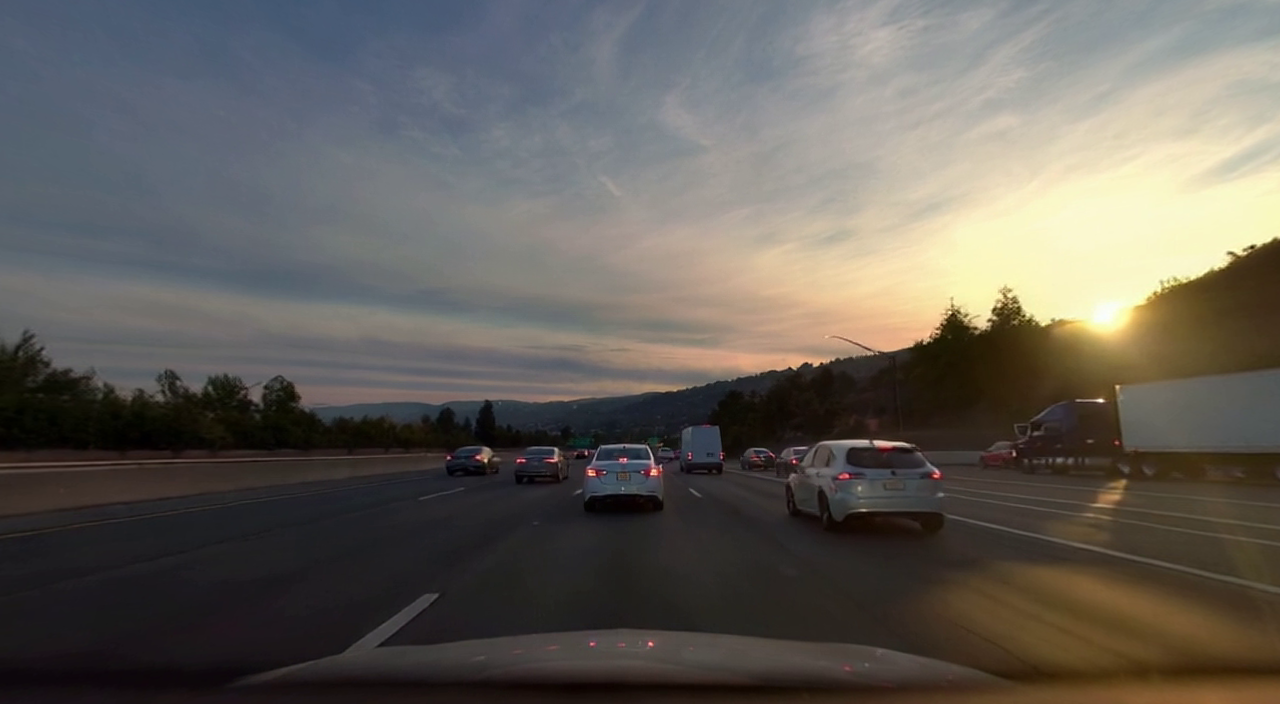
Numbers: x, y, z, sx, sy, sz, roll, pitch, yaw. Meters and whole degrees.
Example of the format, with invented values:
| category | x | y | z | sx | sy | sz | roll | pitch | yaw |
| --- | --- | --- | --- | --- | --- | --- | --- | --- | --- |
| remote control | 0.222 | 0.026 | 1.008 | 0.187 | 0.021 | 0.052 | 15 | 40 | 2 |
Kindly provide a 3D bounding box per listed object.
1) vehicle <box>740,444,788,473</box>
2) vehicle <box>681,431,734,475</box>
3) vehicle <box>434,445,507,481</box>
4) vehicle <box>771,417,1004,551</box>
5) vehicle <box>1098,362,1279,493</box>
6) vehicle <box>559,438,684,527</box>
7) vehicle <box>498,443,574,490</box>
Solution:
| category | x | y | z | sx | sy | sz | roll | pitch | yaw |
| --- | --- | --- | --- | --- | --- | --- | --- | --- | --- |
| vehicle | 7.545 | 6.480 | 38.658 | 2.055 | 1.650 | 4.241 | 0 | -9 | -1 |
| vehicle | 3.765 | 5.798 | 36.306 | 2.440 | 2.313 | 5.266 | 0 | -9 | 0 |
| vehicle | -7.837 | 5.171 | 29.635 | 2.032 | 1.549 | 4.850 | 0 | -9 | 1 |
| vehicle | 3.564 | 1.991 | 10.082 | 2.053 | 1.666 | 4.106 | 0 | -9 | 0 |
| vehicle | 21.381 | 2.561 | 20.909 | 2.970 | 4.079 | 10.086 | 3 | -9 | -14 |
| vehicle | -0.280 | 2.551 | 12.862 | 2.132 | 1.499 | 4.038 | 0 | -9 | 1 |
| vehicle | -3.653 | 4.114 | 22.964 | 1.926 | 1.542 | 4.329 | 0 | -9 | 1 |
